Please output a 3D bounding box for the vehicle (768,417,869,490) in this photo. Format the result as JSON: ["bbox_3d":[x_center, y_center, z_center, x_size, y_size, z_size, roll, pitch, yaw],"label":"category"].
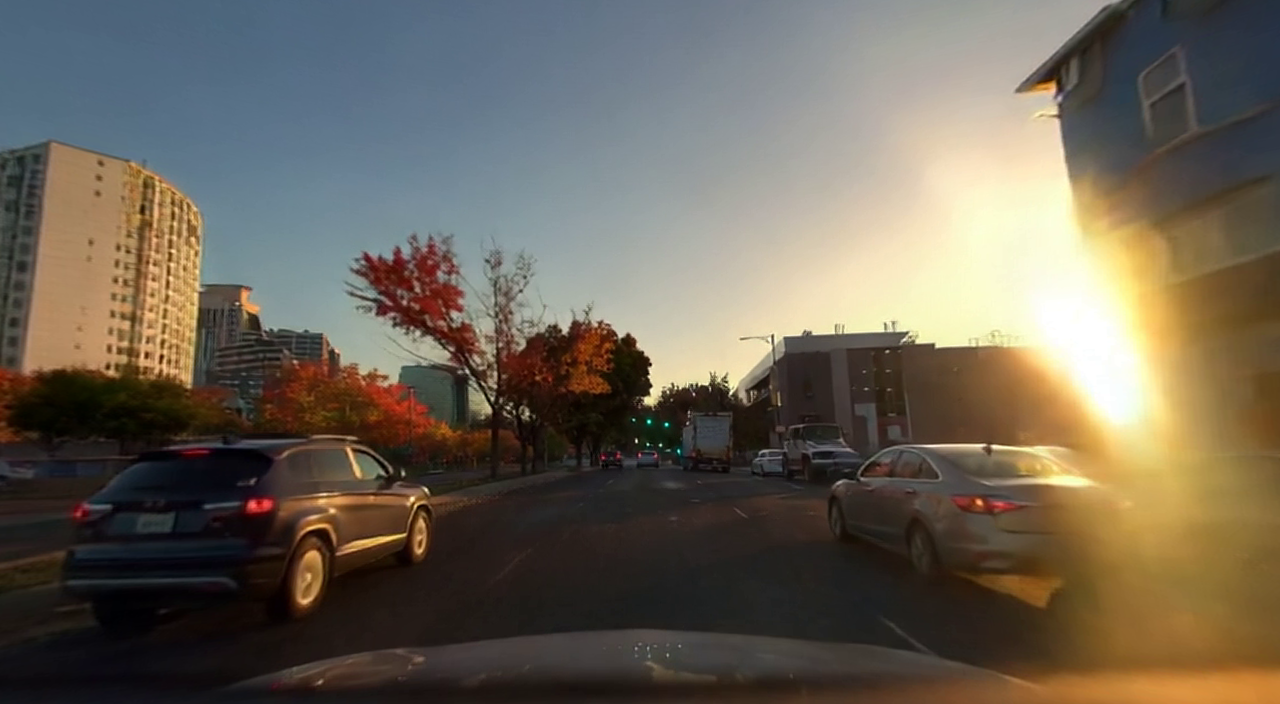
[{"bbox_3d":[7.274,4.202,26.396,2.483,2.707,5.496,0,-9,-1],"label":"vehicle"}]

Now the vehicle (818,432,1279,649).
[{"bbox_3d":[3.649,1.654,6.824,1.915,1.449,4.970,0,-9,-1],"label":"vehicle"}]

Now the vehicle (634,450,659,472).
[{"bbox_3d":[0.505,8.385,48.686,1.846,1.528,4.348,0,-9,0],"label":"vehicle"}]

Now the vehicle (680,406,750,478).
[{"bbox_3d":[4.207,5.446,38.046,3.003,3.680,10.684,0,-9,0],"label":"vehicle"}]

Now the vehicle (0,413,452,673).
[{"bbox_3d":[-3.437,1.486,6.098,1.751,1.540,4.481,0,-9,1],"label":"vehicle"}]
